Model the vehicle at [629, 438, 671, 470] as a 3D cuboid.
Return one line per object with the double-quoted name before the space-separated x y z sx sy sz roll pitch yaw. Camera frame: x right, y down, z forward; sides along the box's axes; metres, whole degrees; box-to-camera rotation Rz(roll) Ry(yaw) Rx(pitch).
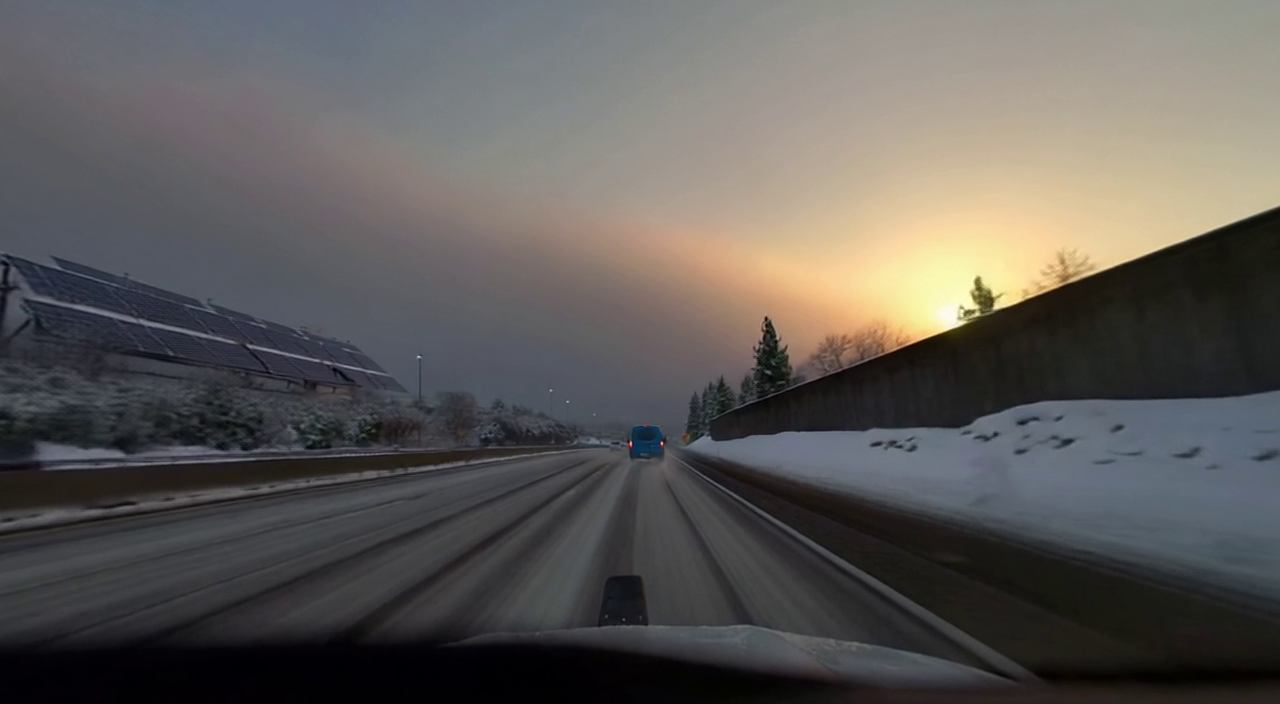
"vehicle" 0.475 5.003 31.073 1.997 1.484 3.409 0 -8 0
